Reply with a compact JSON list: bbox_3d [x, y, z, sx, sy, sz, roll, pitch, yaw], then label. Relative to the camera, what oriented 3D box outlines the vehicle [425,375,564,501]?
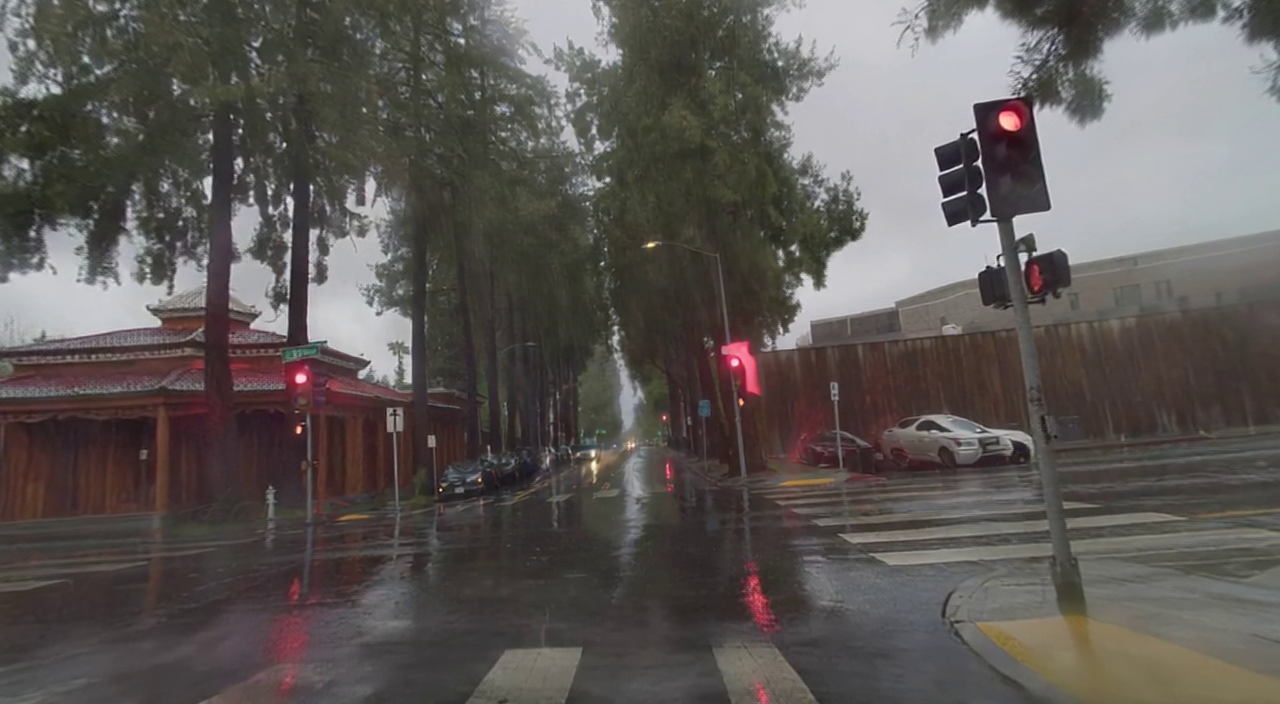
[{"bbox_3d":[-5.728,3.723,27.147,3.113,4.041,10.284,-7,-8,0],"label":"vehicle"}]

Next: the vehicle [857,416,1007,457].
[{"bbox_3d":[10.696,3.141,23.424,4.643,1.456,1.820,-1,-8,5],"label":"vehicle"}]

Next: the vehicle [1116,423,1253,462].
[{"bbox_3d":[24.952,4.161,29.028,4.268,1.695,2.053,0,-8,3],"label":"vehicle"}]
